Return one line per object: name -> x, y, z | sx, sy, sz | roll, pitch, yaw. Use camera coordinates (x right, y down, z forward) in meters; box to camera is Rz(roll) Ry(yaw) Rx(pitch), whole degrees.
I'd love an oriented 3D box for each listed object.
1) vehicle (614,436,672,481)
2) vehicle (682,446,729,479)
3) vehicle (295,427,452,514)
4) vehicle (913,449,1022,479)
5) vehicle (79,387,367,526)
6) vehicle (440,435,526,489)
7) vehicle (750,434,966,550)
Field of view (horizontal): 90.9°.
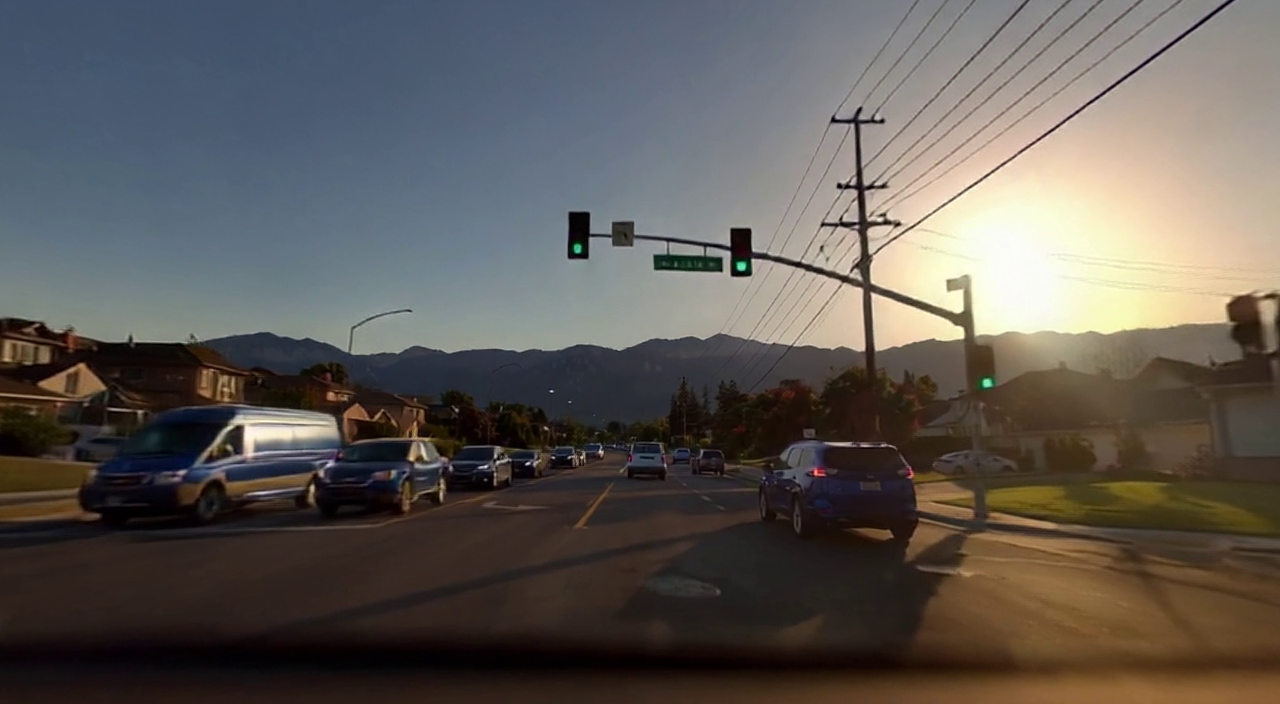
vehicle -> 0.113, 5.241, 31.319 | 2.636, 2.011, 5.130 | 0, -9, 0
vehicle -> 3.445, 5.930, 34.032 | 1.957, 1.646, 4.355 | 0, -9, -1
vehicle -> -6.279, 2.831, 15.522 | 1.983, 1.801, 4.391 | 0, -9, -1
vehicle -> 17.344, 5.937, 33.523 | 4.656, 1.461, 1.955 | 0, -8, 0
vehicle -> -9.552, 2.506, 15.568 | 2.725, 2.710, 6.304 | 0, -9, 0
vehicle -> -6.035, 4.293, 24.968 | 1.993, 1.884, 5.481 | 0, -9, 0
vehicle -> 3.587, 2.393, 11.583 | 2.155, 1.658, 4.721 | 1, -9, -2
